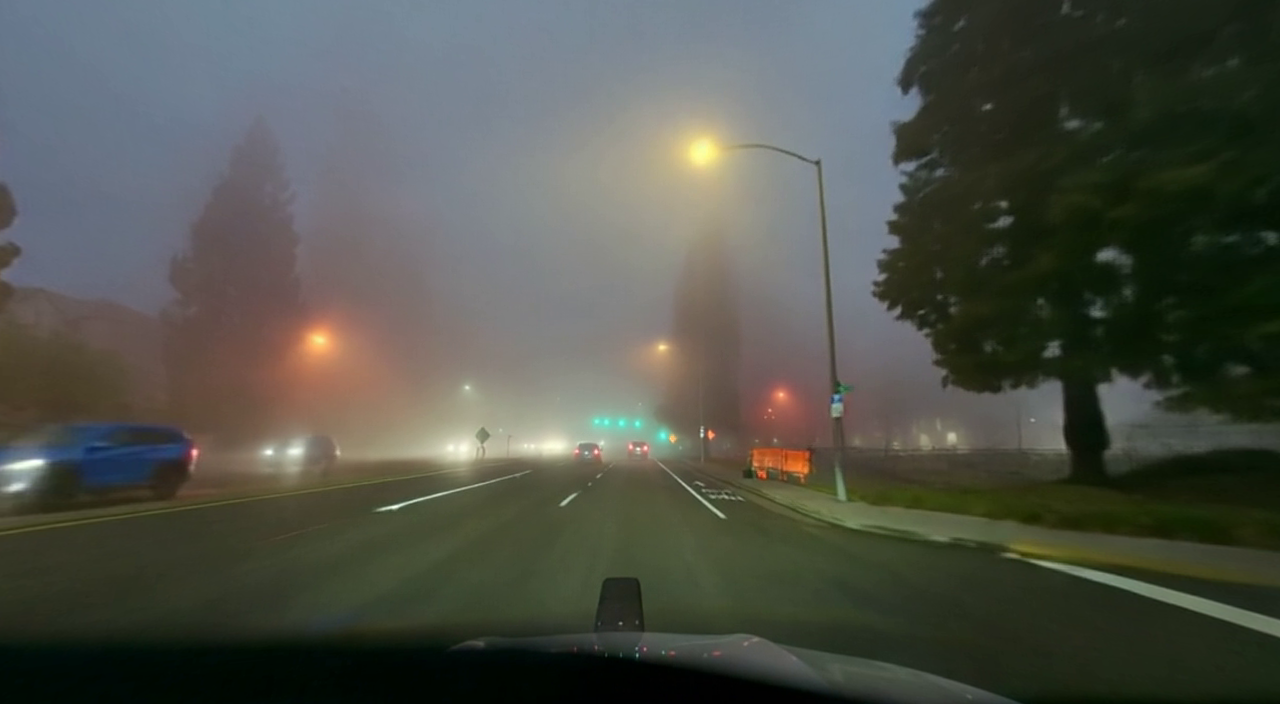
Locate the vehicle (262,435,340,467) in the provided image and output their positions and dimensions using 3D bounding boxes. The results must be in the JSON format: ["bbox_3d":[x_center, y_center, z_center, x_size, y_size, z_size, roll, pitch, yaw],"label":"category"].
[{"bbox_3d":[-20.787,6.091,38.873,2.046,1.823,4.753,0,-9,1],"label":"vehicle"}]

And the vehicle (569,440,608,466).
[{"bbox_3d":[-3.412,6.854,42.746,2.198,1.663,4.519,0,-9,1],"label":"vehicle"}]

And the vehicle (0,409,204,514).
[{"bbox_3d":[-11.105,2.075,12.328,2.014,1.674,4.337,0,-9,0],"label":"vehicle"}]
